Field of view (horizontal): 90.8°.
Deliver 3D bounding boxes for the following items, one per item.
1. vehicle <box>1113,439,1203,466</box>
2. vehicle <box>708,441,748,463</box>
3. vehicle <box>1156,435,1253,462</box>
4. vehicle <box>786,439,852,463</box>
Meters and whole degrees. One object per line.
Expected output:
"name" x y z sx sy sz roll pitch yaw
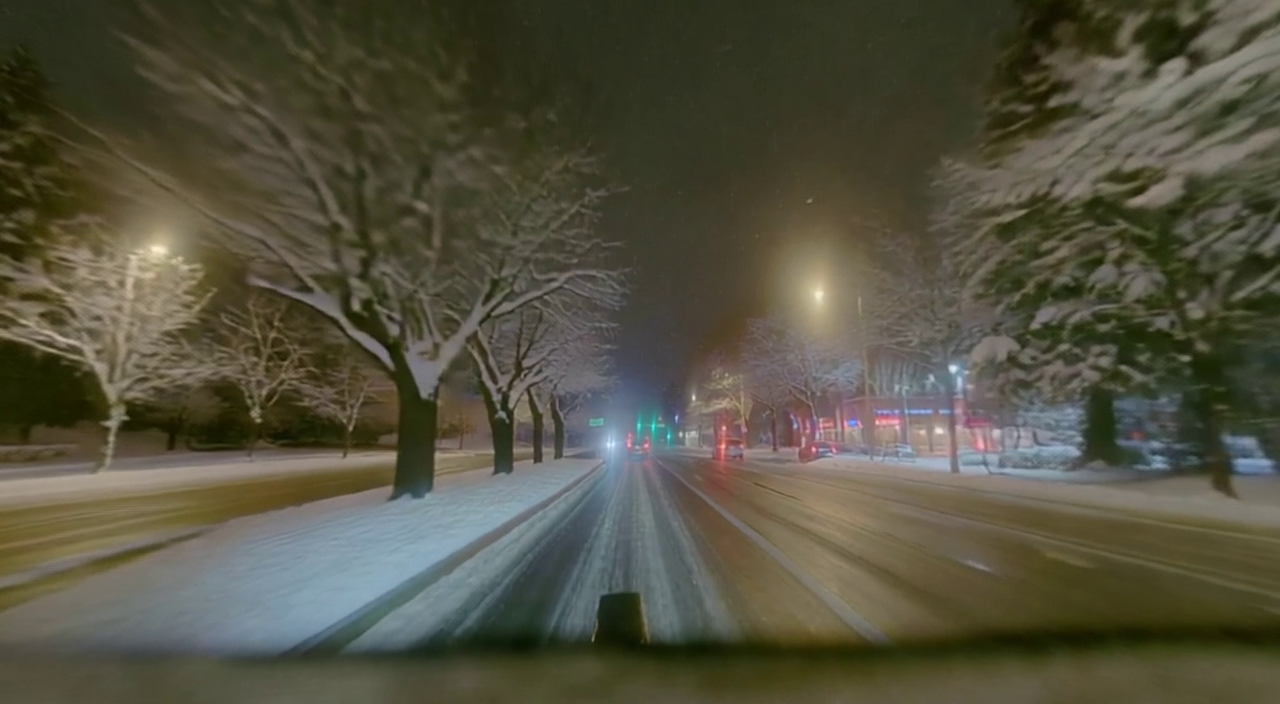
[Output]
"vehicle" 31.699 6.212 38.862 1.767 1.549 4.422 1 -10 0
"vehicle" 6.207 7.103 45.176 2.024 1.475 4.600 0 -9 -2
"vehicle" 34.579 5.931 38.894 1.924 1.493 4.330 -3 -8 0
"vehicle" 13.336 7.406 47.311 4.281 1.719 1.983 0 -9 -1
